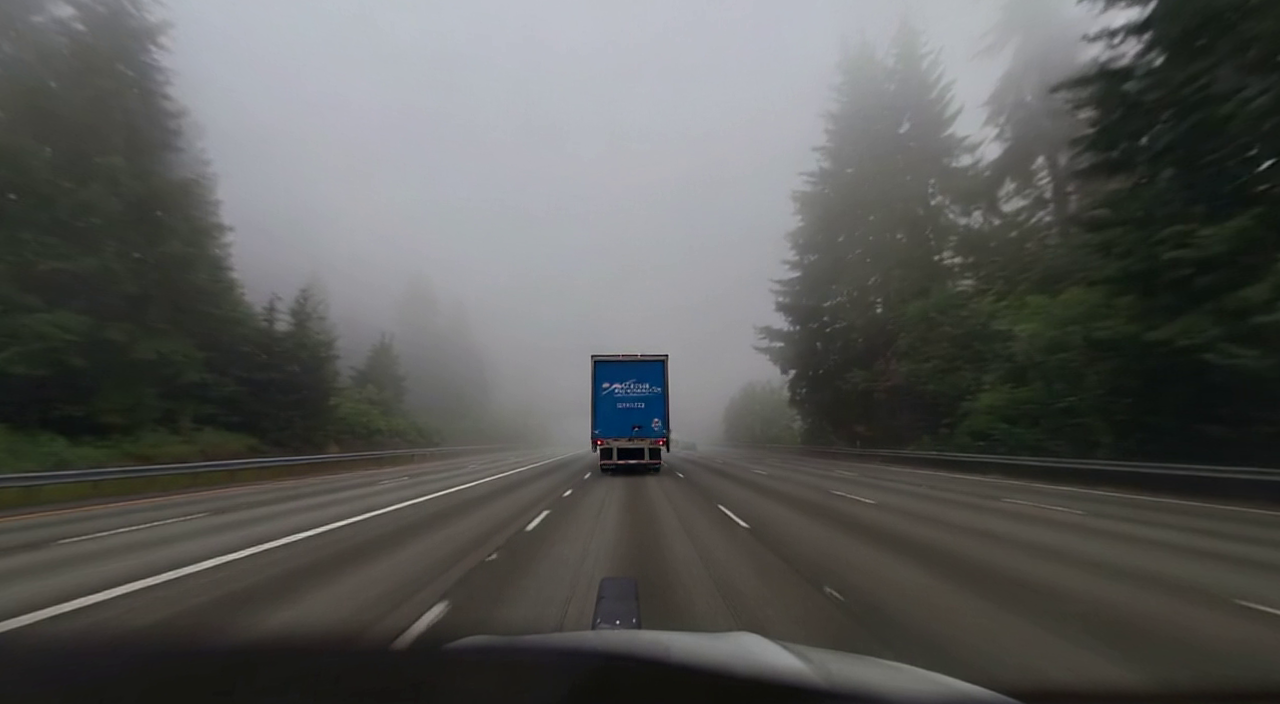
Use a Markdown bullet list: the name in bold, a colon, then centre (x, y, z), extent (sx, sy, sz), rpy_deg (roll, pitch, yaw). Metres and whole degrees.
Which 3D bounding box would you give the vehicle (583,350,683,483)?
- **vehicle**: centre (-0.418, 2.540, 23.580), extent (2.895, 3.861, 10.213), rpy_deg (0, -8, -2)
